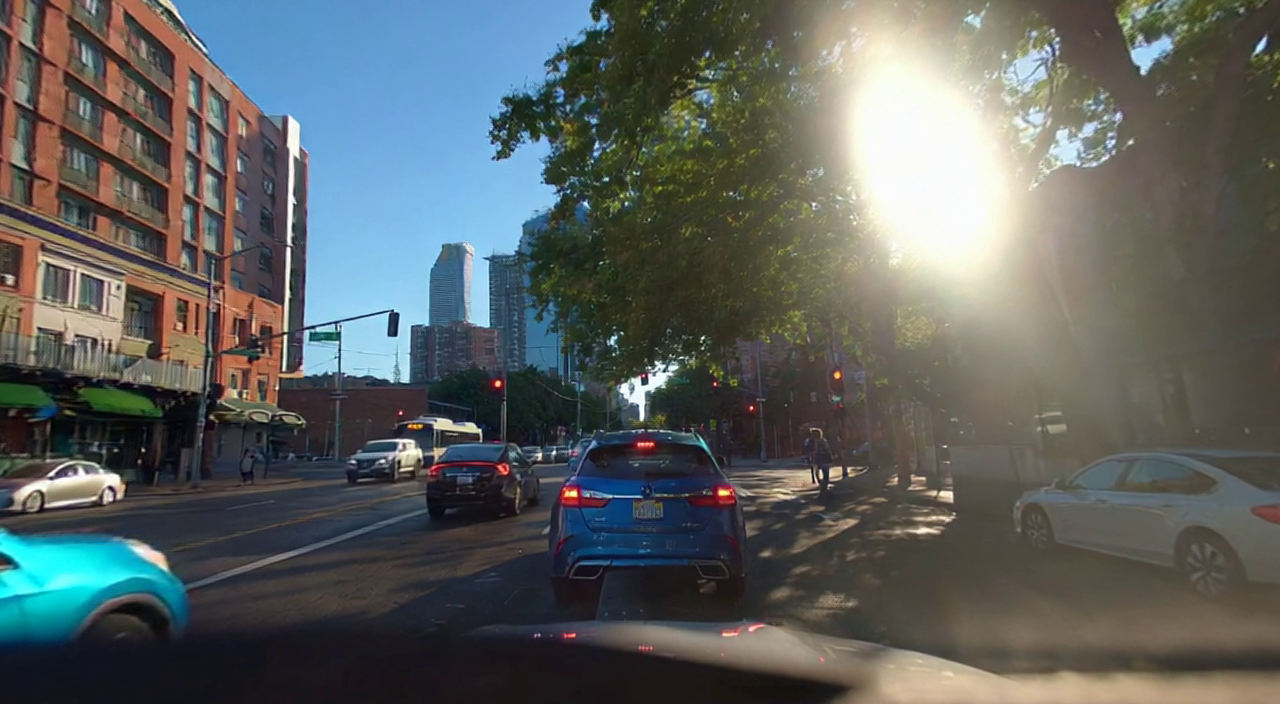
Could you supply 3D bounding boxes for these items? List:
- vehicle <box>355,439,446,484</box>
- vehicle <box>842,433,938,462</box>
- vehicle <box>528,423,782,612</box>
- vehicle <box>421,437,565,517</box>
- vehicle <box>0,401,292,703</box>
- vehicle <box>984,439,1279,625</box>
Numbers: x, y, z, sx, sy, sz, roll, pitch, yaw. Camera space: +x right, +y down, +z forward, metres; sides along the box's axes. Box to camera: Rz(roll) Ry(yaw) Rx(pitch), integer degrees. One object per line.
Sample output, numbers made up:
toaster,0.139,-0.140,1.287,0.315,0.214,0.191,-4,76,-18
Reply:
vehicle,-9.845,4.509,26.318,2.012,1.703,4.360,0,-9,1
vehicle,16.393,6.269,41.510,5.345,1.811,2.175,0,-9,-1
vehicle,0.103,1.597,6.897,2.022,1.481,3.564,0,-9,-1
vehicle,-3.012,2.665,13.981,2.131,1.486,4.089,0,-9,1
vehicle,-3.086,0.831,1.500,1.970,1.492,4.534,0,-9,-1
vehicle,5.996,1.706,6.891,1.873,1.453,4.579,0,-9,0
